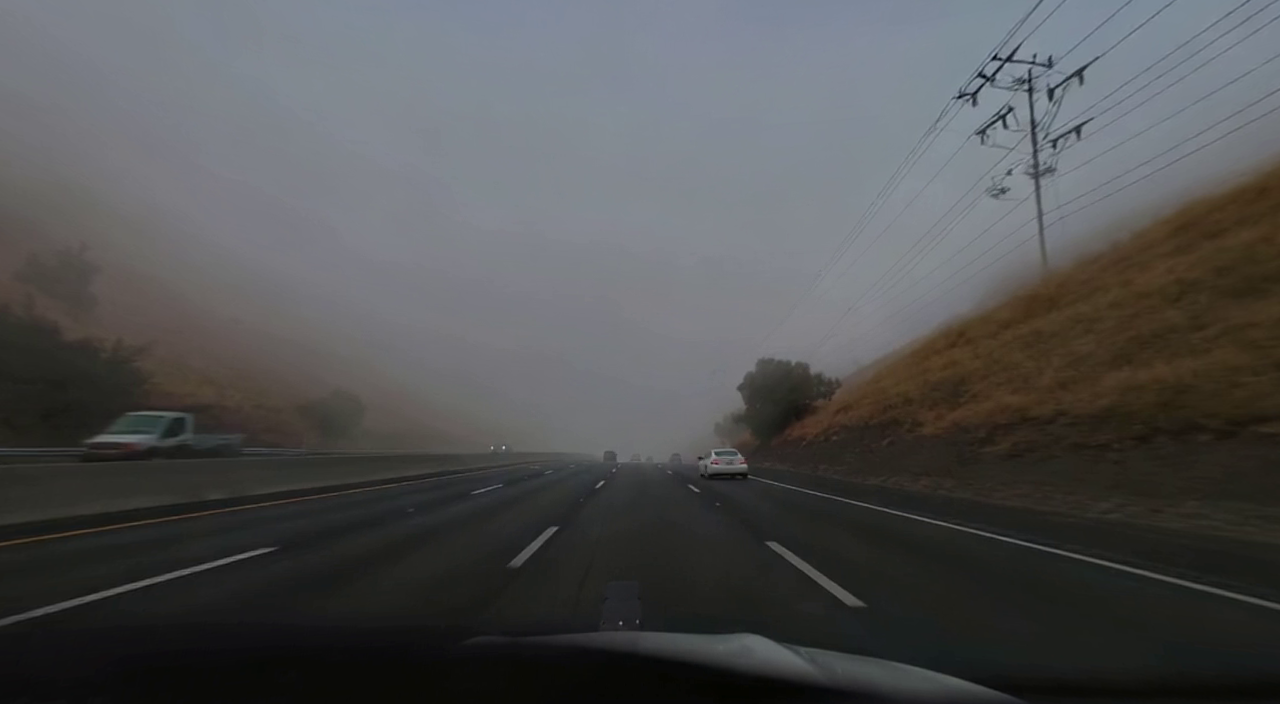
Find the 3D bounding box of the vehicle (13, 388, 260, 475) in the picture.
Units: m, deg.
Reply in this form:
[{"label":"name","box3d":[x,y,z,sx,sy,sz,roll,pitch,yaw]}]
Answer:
[{"label":"vehicle","box3d":[-17.858,3.017,23.267,2.853,2.679,7.461,0,-9,0]}]

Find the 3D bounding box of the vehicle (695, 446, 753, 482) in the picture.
[{"label":"vehicle","box3d":[3.841,5.205,29.630,2.086,1.542,4.355,0,-9,0]}]
